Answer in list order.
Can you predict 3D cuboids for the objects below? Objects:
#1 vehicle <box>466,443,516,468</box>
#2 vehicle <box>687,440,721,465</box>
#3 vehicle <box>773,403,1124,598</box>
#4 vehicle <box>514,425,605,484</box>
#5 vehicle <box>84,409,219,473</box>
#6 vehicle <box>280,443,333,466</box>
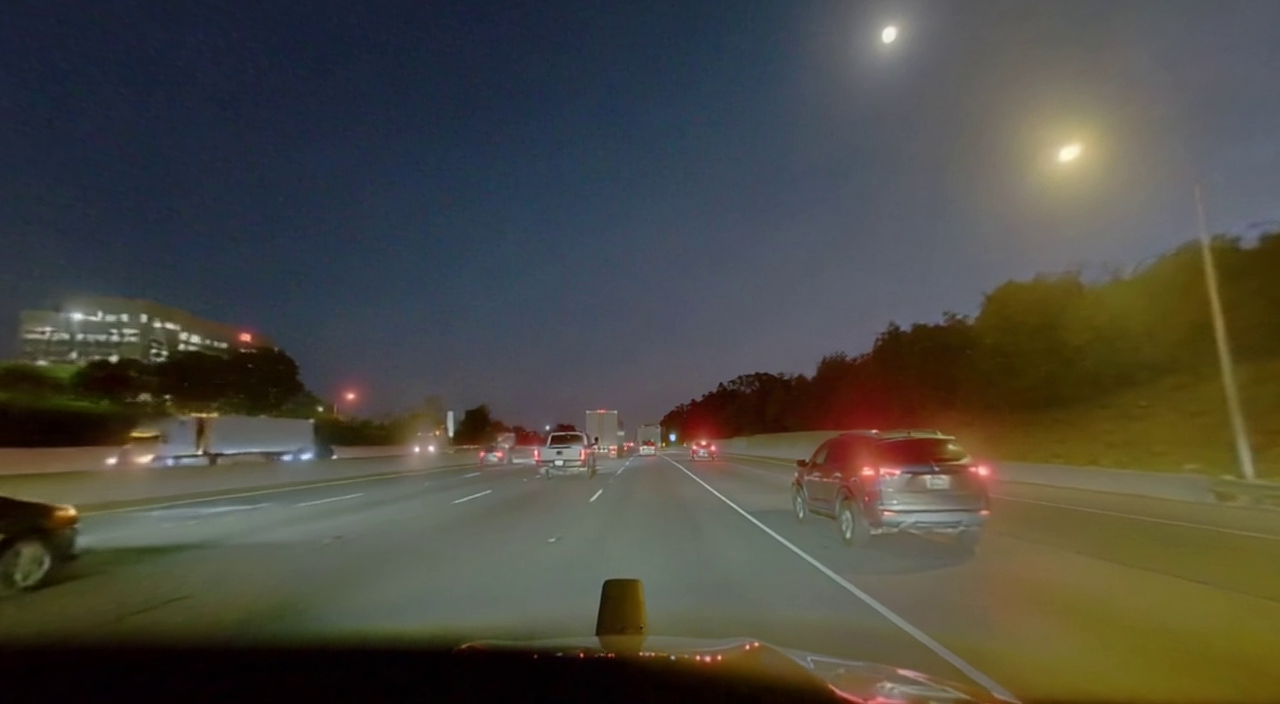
[{"bbox_3d":[-9.607,6.675,40.935,1.981,1.495,4.834,0,-8,1],"label":"vehicle"},{"bbox_3d":[4.512,7.129,44.964,2.026,1.661,3.865,0,-8,-1],"label":"vehicle"},{"bbox_3d":[3.119,1.602,7.660,2.028,1.658,4.334,0,-8,0],"label":"vehicle"},{"bbox_3d":[-2.977,4.068,25.235,2.645,2.023,6.491,0,-8,1],"label":"vehicle"},{"bbox_3d":[-31.623,5.843,41.278,3.125,3.787,6.695,-1,-8,3],"label":"vehicle"},{"bbox_3d":[-21.535,6.621,40.844,1.464,1.377,3.386,-1,-8,3],"label":"vehicle"}]
